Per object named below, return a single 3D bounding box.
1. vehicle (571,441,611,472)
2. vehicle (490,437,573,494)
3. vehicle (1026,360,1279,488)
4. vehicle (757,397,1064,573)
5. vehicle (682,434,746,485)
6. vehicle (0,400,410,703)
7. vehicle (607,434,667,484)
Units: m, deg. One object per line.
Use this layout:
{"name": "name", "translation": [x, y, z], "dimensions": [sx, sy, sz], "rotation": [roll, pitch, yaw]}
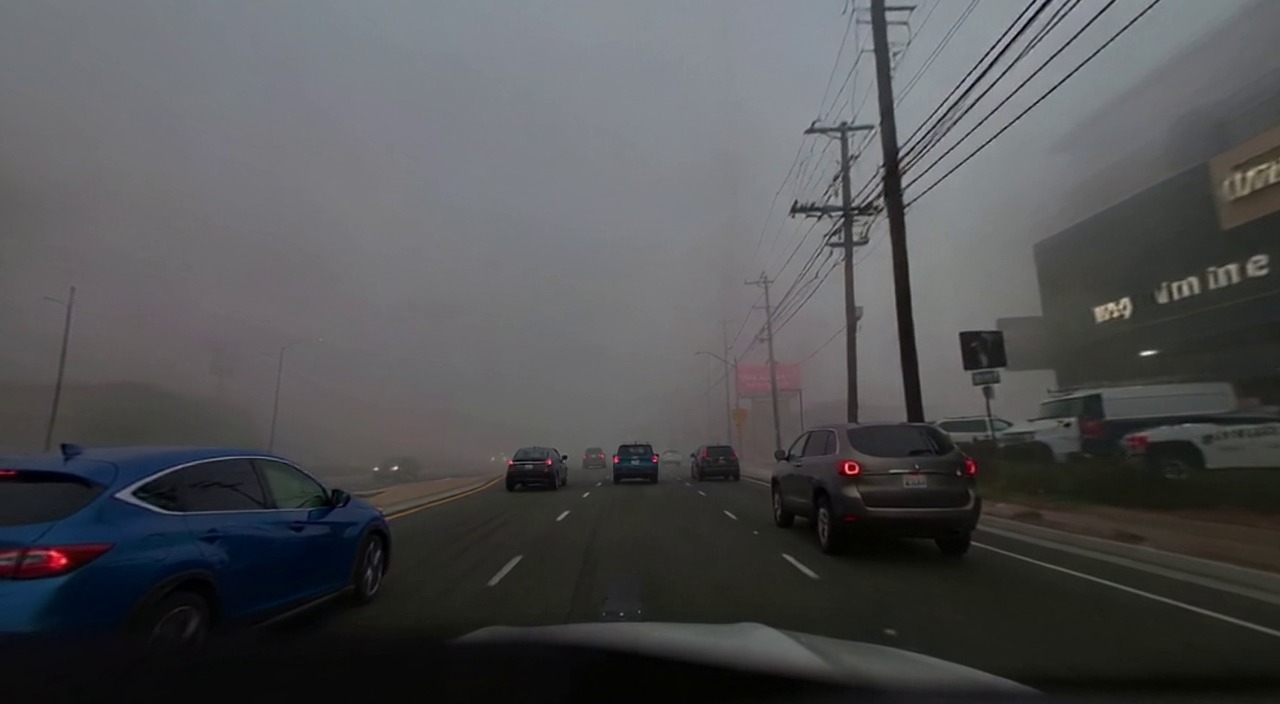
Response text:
{"name": "vehicle", "translation": [-3.342, 7.319, 44.618], "dimensions": [2.405, 2.009, 5.909], "rotation": [0, -8, -1]}
{"name": "vehicle", "translation": [-3.448, 3.687, 20.844], "dimensions": [2.051, 1.671, 3.861], "rotation": [0, -8, 0]}
{"name": "vehicle", "translation": [12.551, 1.866, 15.799], "dimensions": [2.477, 2.665, 5.203], "rotation": [0, -8, 1]}
{"name": "vehicle", "translation": [3.407, 1.810, 9.400], "dimensions": [2.282, 1.897, 4.915], "rotation": [0, -8, -1]}
{"name": "vehicle", "translation": [2.969, 4.417, 26.282], "dimensions": [2.026, 1.904, 4.102], "rotation": [0, -8, -1]}
{"name": "vehicle", "translation": [-3.231, 1.166, 3.791], "dimensions": [2.022, 1.498, 4.471], "rotation": [0, -8, 0]}
{"name": "vehicle", "translation": [-0.153, 4.479, 26.757], "dimensions": [2.326, 1.925, 4.253], "rotation": [0, -8, -1]}
